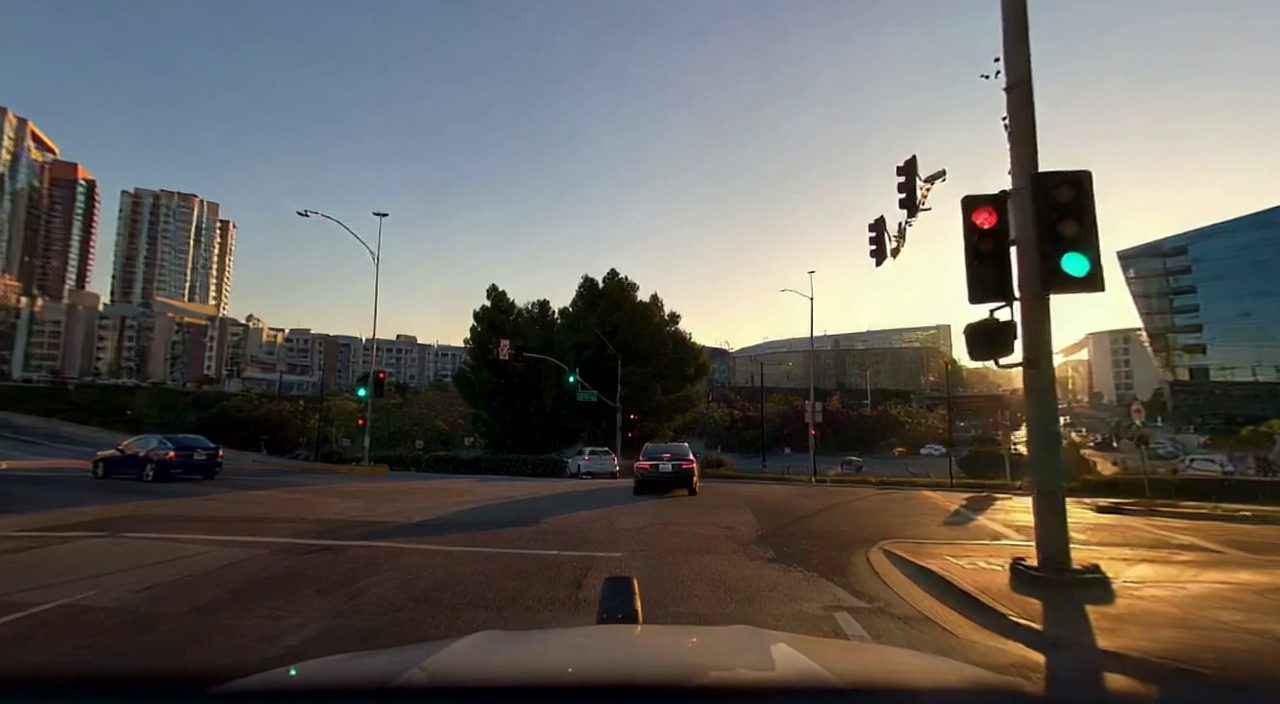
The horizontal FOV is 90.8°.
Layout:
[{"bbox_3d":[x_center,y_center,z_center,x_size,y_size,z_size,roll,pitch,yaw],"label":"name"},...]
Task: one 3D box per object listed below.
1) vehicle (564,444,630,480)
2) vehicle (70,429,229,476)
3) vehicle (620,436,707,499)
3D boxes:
[{"bbox_3d":[-2.151,5.271,30.656,2.007,1.605,3.852,3,-9,-23],"label":"vehicle"},{"bbox_3d":[-18.163,3.718,23.386,5.413,1.572,2.325,-4,-9,25],"label":"vehicle"},{"bbox_3d":[0.513,3.133,17.526,2.048,1.516,3.874,0,-9,-3],"label":"vehicle"}]
